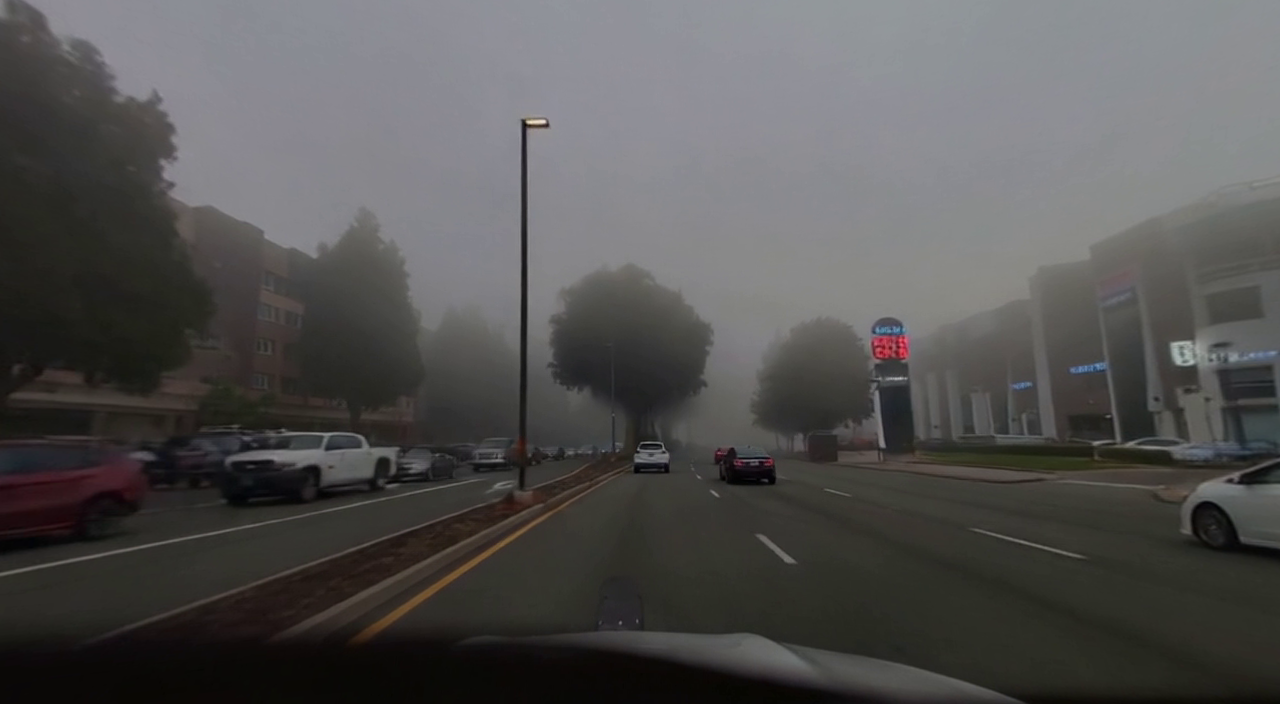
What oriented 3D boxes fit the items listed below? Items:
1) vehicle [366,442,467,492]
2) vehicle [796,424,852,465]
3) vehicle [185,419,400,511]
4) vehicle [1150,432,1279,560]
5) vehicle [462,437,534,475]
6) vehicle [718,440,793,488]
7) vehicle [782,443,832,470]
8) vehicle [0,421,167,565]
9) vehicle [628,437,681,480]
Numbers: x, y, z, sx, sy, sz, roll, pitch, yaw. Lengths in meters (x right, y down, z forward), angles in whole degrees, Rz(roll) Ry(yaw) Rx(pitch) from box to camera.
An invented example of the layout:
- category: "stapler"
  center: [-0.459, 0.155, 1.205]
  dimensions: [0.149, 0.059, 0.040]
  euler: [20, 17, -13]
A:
- category: "vehicle"
  center: [-8.282, 4.257, 23.983]
  dimensions: [1.920, 1.590, 5.041]
  euler: [-3, -8, 1]
- category: "vehicle"
  center: [13.837, 7.038, 47.974]
  dimensions: [2.790, 2.897, 6.326]
  euler: [-1, -9, 5]
- category: "vehicle"
  center: [-8.547, 2.842, 16.381]
  dimensions: [2.460, 1.970, 5.271]
  euler: [0, -9, 1]
- category: "vehicle"
  center: [8.289, 1.566, 6.693]
  dimensions: [1.909, 1.456, 4.569]
  euler: [0, -9, 0]
- category: "vehicle"
  center: [-7.485, 5.556, 33.924]
  dimensions: [2.218, 1.819, 5.732]
  euler: [-1, -9, 3]
- category: "vehicle"
  center: [3.852, 3.809, 21.753]
  dimensions: [1.852, 1.498, 3.825]
  euler: [0, -9, 0]
- category: "vehicle"
  center: [9.744, 6.126, 37.250]
  dimensions: [1.860, 1.475, 4.488]
  euler: [-1, -9, 2]
- category: "vehicle"
  center: [-8.775, 1.719, 7.700]
  dimensions: [2.183, 1.706, 4.862]
  euler: [0, -9, 1]
- category: "vehicle"
  center: [0.660, 4.596, 27.465]
  dimensions: [2.101, 1.694, 3.979]
  euler: [-1, -9, 2]
